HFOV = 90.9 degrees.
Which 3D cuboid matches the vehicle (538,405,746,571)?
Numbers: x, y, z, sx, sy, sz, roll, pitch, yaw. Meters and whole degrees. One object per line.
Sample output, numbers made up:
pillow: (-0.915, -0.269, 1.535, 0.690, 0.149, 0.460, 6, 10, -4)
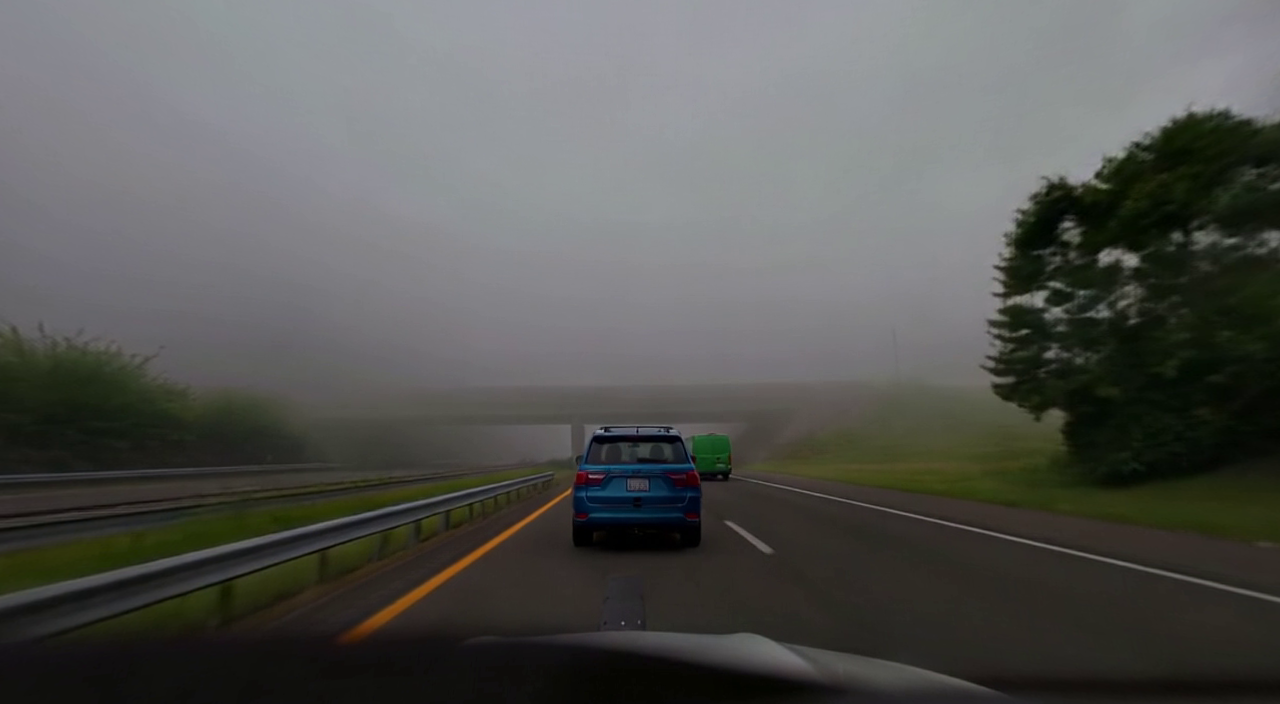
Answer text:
vehicle: (0.020, 1.821, 9.069, 2.288, 1.823, 4.059, 0, -9, 0)
